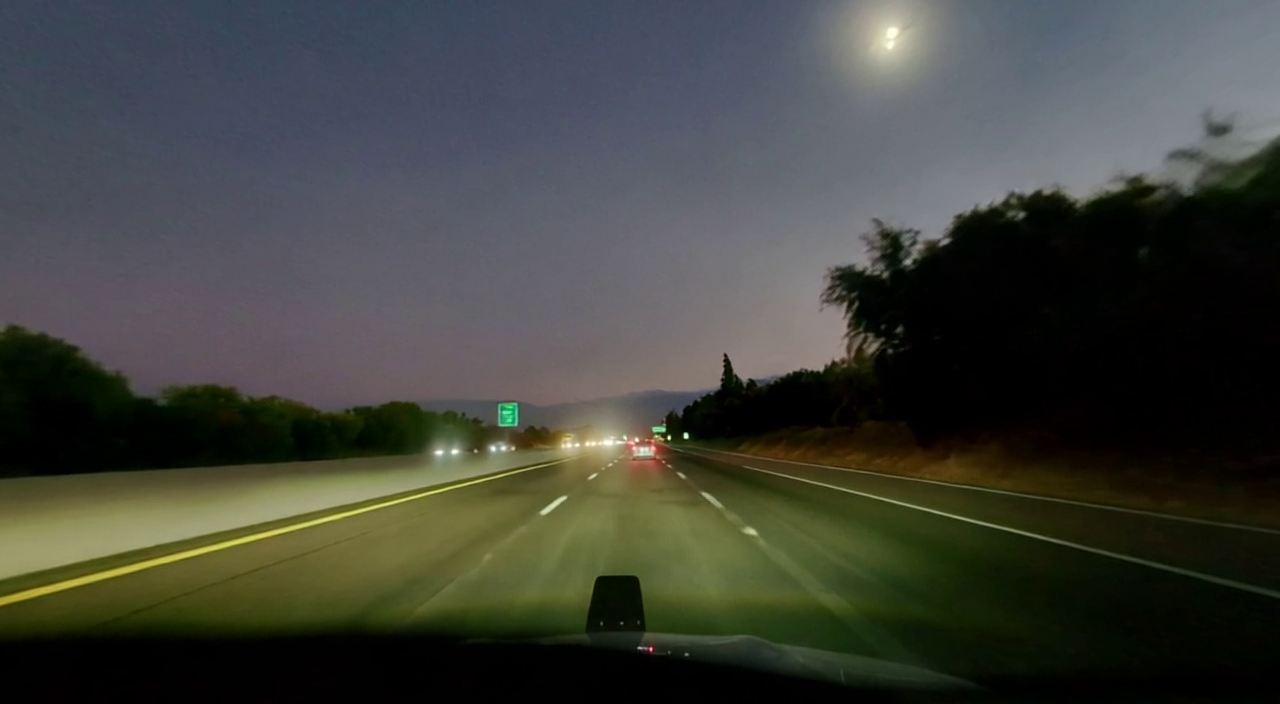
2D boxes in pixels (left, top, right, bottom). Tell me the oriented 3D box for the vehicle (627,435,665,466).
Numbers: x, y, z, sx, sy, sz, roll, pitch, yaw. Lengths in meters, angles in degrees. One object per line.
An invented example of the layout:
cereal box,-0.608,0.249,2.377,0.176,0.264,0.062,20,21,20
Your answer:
vehicle,0.331,6.191,39.626,2.247,1.825,4.036,0,-9,0

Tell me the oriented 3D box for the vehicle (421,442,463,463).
vehicle,-15.208,7.754,48.580,1.898,1.564,3.965,0,-9,0
